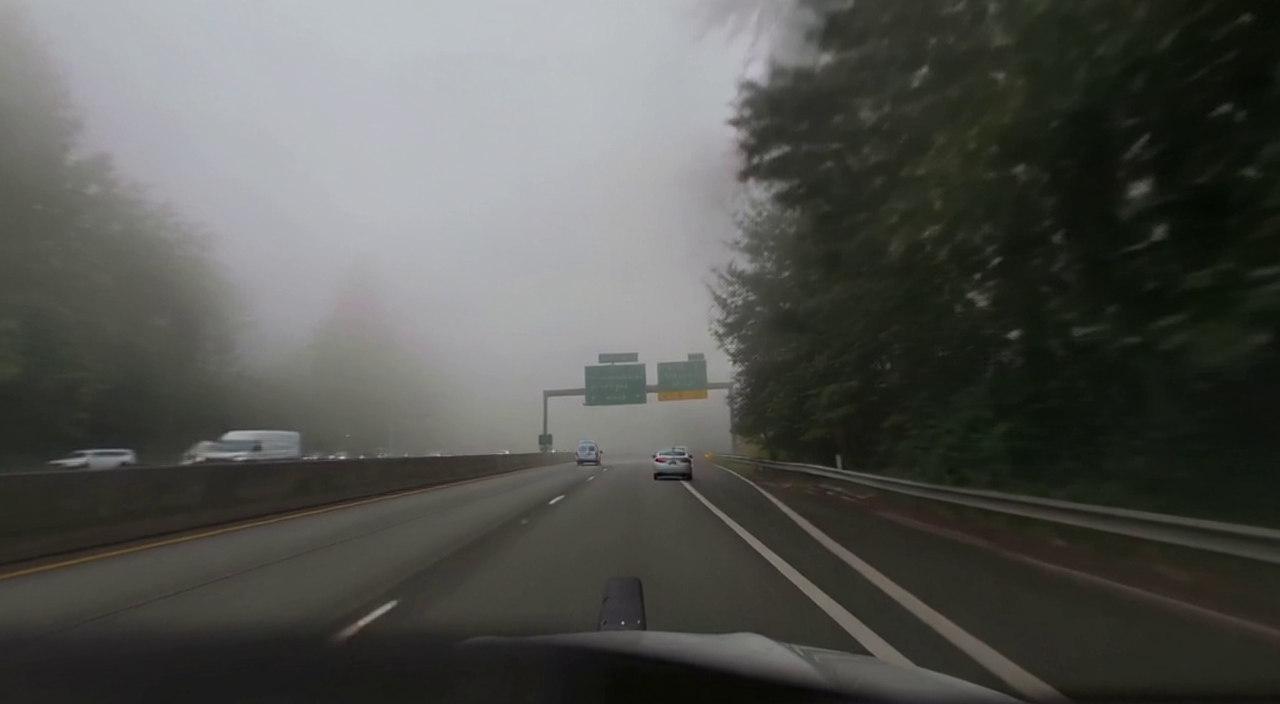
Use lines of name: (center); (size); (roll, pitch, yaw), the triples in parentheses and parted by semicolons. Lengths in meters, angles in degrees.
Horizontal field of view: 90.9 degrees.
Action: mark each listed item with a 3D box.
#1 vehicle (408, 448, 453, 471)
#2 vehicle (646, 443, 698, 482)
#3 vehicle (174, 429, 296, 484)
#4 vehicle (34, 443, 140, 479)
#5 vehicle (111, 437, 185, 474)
vehicle: (-16.103, 8.309, 48.685); (1.949, 1.656, 4.285); (-1, -9, 1)
vehicle: (1.262, 4.527, 26.014); (1.960, 1.456, 3.818); (-1, -9, 1)
vehicle: (-20.887, 5.439, 32.934); (2.343, 2.581, 5.934); (-1, -9, 0)
vehicle: (-33.606, 6.617, 38.524); (2.119, 2.041, 4.992); (0, -9, -4)
vehicle: (-34.060, 7.178, 43.756); (2.055, 2.409, 3.763); (0, -9, -3)
